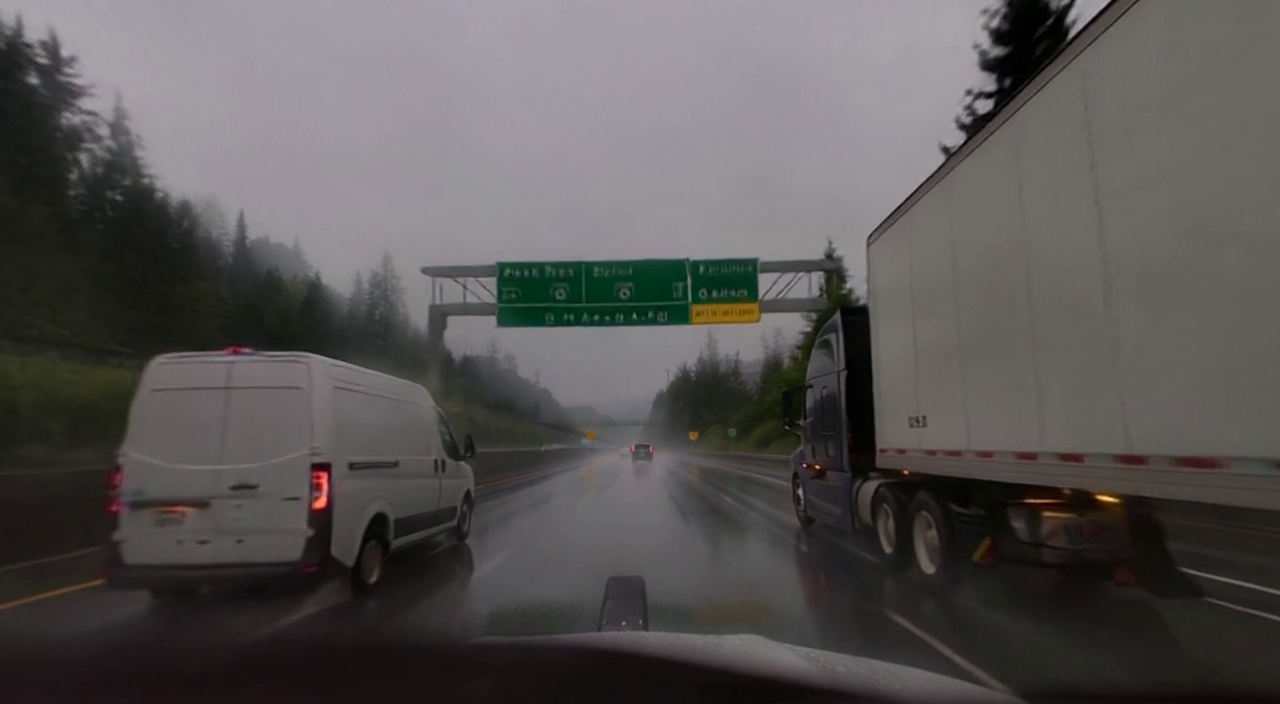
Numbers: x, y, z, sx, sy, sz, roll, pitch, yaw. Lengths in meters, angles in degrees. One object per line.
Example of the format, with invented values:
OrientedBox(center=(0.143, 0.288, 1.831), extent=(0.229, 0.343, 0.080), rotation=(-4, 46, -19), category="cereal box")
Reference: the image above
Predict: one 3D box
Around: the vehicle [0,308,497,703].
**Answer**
OrientedBox(center=(-3.289, 1.179, 5.861), extent=(2.572, 1.927, 5.803), rotation=(0, -9, 0), category="vehicle")

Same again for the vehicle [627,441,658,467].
OrientedBox(center=(0.169, 7.087, 43.948), extent=(2.067, 1.690, 3.901), rotation=(0, -9, 0), category="vehicle")

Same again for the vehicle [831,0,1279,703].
OrientedBox(center=(4.277, -0.418, 1.973), extent=(3.011, 4.028, 13.890), rotation=(0, -9, 0), category="vehicle")
